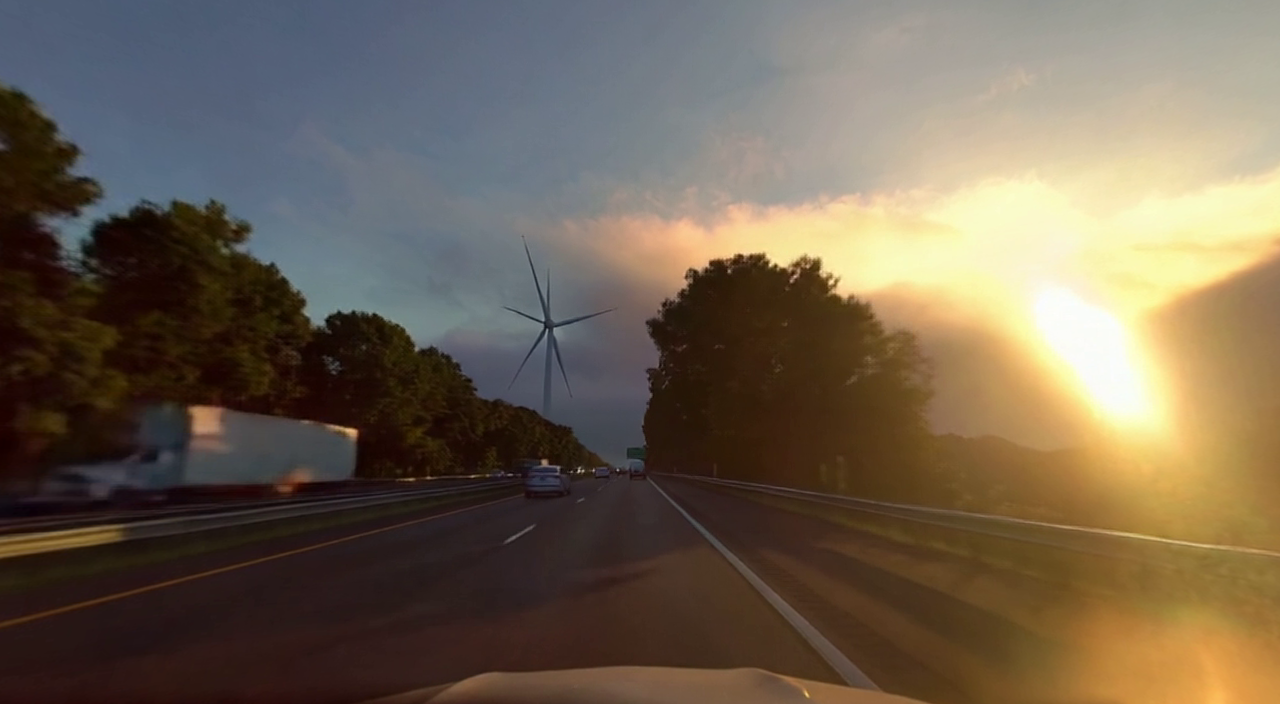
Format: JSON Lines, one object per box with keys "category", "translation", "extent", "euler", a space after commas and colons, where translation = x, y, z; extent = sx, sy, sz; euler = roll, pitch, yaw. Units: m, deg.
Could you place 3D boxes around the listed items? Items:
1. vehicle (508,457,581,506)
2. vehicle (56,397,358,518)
{"category": "vehicle", "translation": [-3.667, 5.106, 25.064], "extent": [2.124, 1.705, 4.440], "euler": [1, -11, 1]}
{"category": "vehicle", "translation": [-16.123, 4.426, 25.809], "extent": [2.973, 3.602, 13.198], "euler": [1, -11, 0]}
